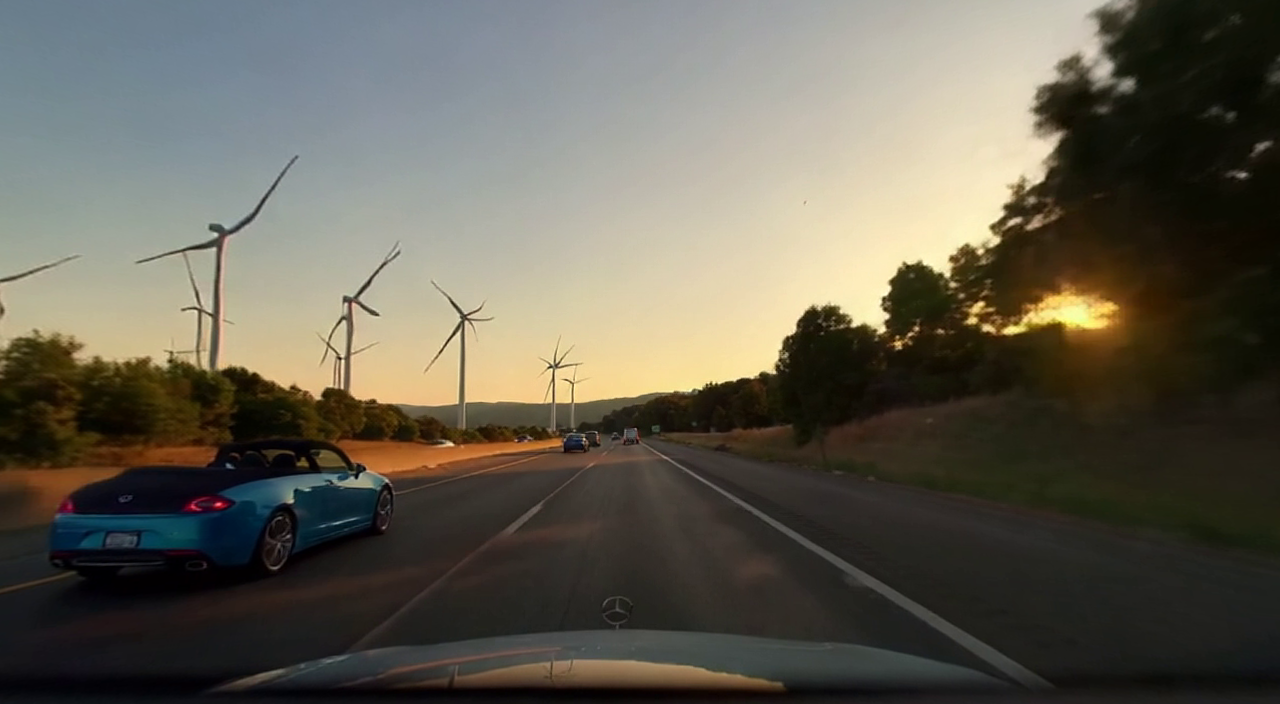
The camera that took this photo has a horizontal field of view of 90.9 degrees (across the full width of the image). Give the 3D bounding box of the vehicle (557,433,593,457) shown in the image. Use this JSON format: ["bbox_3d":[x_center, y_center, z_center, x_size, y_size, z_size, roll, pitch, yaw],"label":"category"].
[{"bbox_3d":[-4.137,6.005,40.646,2.024,1.456,3.754,0,-8,-1],"label":"vehicle"}]

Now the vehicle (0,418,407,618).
[{"bbox_3d":[-4.204,1.469,6.642,1.969,1.413,4.194,0,-8,-1],"label":"vehicle"}]
